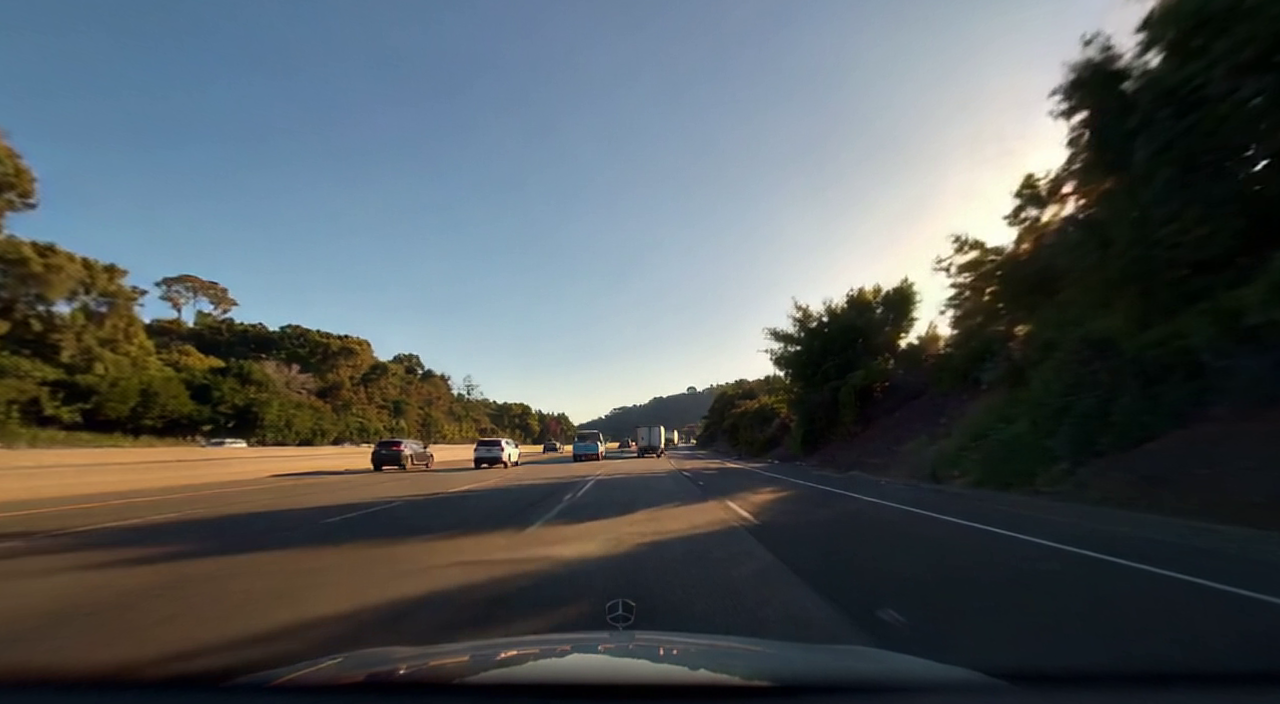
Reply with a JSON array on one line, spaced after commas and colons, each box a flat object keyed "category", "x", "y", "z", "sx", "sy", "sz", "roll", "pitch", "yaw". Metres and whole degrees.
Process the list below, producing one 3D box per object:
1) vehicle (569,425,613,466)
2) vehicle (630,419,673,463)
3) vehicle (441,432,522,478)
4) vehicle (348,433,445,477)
[{"category": "vehicle", "x": -3.177, "y": 6.238, "z": 42.191, "sx": 2.328, "sy": 2.519, "sz": 5.238, "roll": 0, "pitch": -9, "yaw": 3}, {"category": "vehicle", "x": 0.814, "y": 6.302, "z": 44.464, "sx": 2.768, "sy": 2.854, "sz": 6.757, "roll": 0, "pitch": -9, "yaw": 1}, {"category": "vehicle", "x": -6.814, "y": 4.487, "z": 27.780, "sx": 2.206, "sy": 1.838, "sz": 4.889, "roll": 0, "pitch": -9, "yaw": 1}, {"category": "vehicle", "x": -10.607, "y": 4.546, "z": 28.106, "sx": 2.080, "sy": 1.777, "sz": 5.450, "roll": 0, "pitch": -9, "yaw": 1}]
